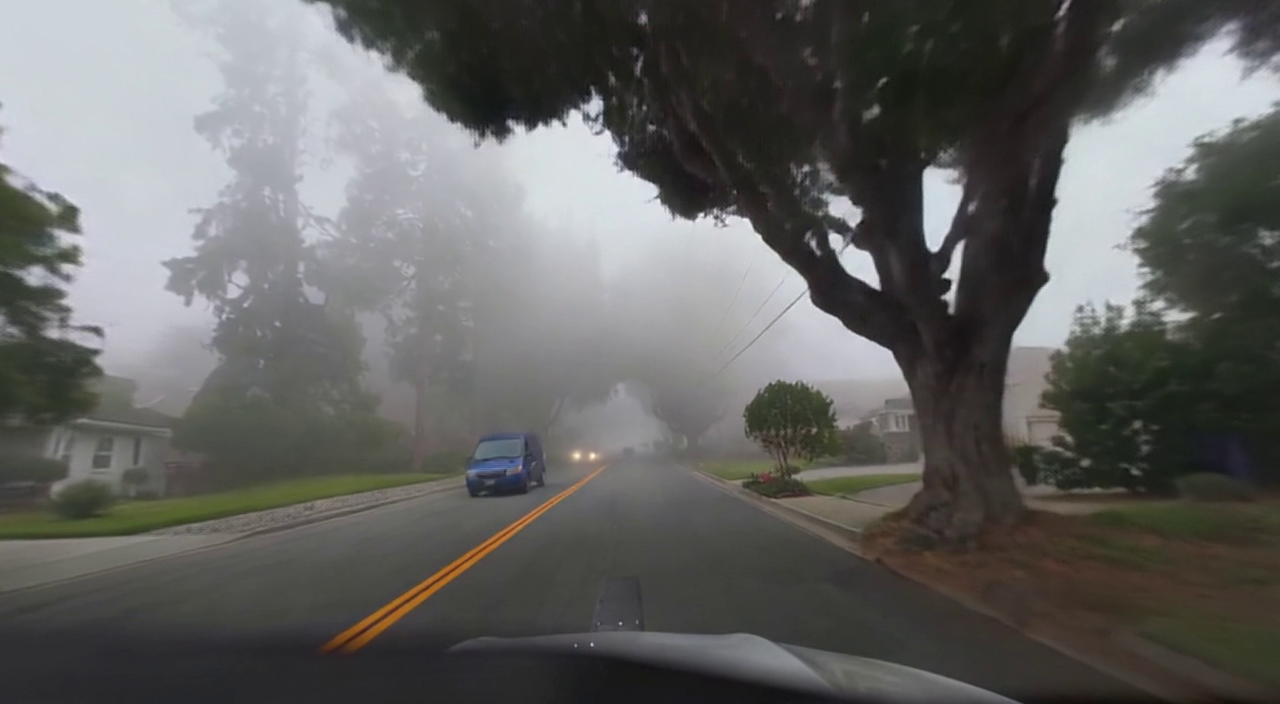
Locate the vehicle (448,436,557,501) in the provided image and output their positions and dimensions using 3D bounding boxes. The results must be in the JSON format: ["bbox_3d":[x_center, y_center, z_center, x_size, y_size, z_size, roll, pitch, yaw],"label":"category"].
[{"bbox_3d":[-4.306,3.756,20.901,2.303,1.813,5.660,0,-8,0],"label":"vehicle"}]
